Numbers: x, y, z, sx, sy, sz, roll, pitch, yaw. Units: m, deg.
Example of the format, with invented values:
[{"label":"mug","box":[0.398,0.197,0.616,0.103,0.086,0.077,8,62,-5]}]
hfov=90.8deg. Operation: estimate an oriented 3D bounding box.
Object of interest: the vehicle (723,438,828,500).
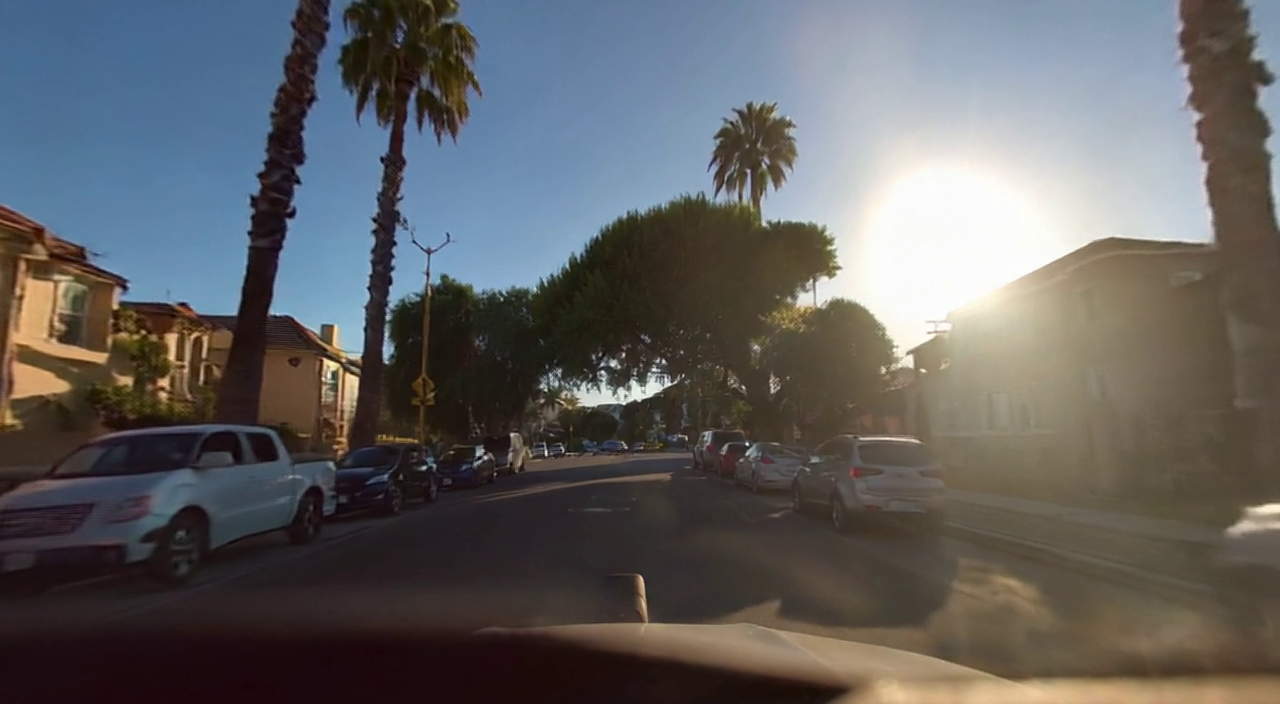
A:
[{"label":"vehicle","box":[3.752,3.304,18.387,1.958,1.485,4.819,2,-8,0]}]

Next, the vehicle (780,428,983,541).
[{"label":"vehicle","box":[4.072,2.290,11.561,1.998,1.649,4.175,0,-8,-1]}]

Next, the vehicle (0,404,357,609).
[{"label":"vehicle","box":[-5.710,1.779,8.316,1.963,1.859,4.884,0,-8,-4]}]

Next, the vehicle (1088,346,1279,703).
[{"label":"vehicle","box":[3.857,0.699,1.455,2.116,1.817,4.652,0,-8,-1]}]

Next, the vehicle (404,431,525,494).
[{"label":"vehicle","box":[-5.709,3.687,21.555,2.316,1.808,5.876,0,-8,1]}]

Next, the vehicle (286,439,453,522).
[{"label":"vehicle","box":[-5.788,2.774,14.266,1.849,1.531,4.562,0,-8,-1]}]
